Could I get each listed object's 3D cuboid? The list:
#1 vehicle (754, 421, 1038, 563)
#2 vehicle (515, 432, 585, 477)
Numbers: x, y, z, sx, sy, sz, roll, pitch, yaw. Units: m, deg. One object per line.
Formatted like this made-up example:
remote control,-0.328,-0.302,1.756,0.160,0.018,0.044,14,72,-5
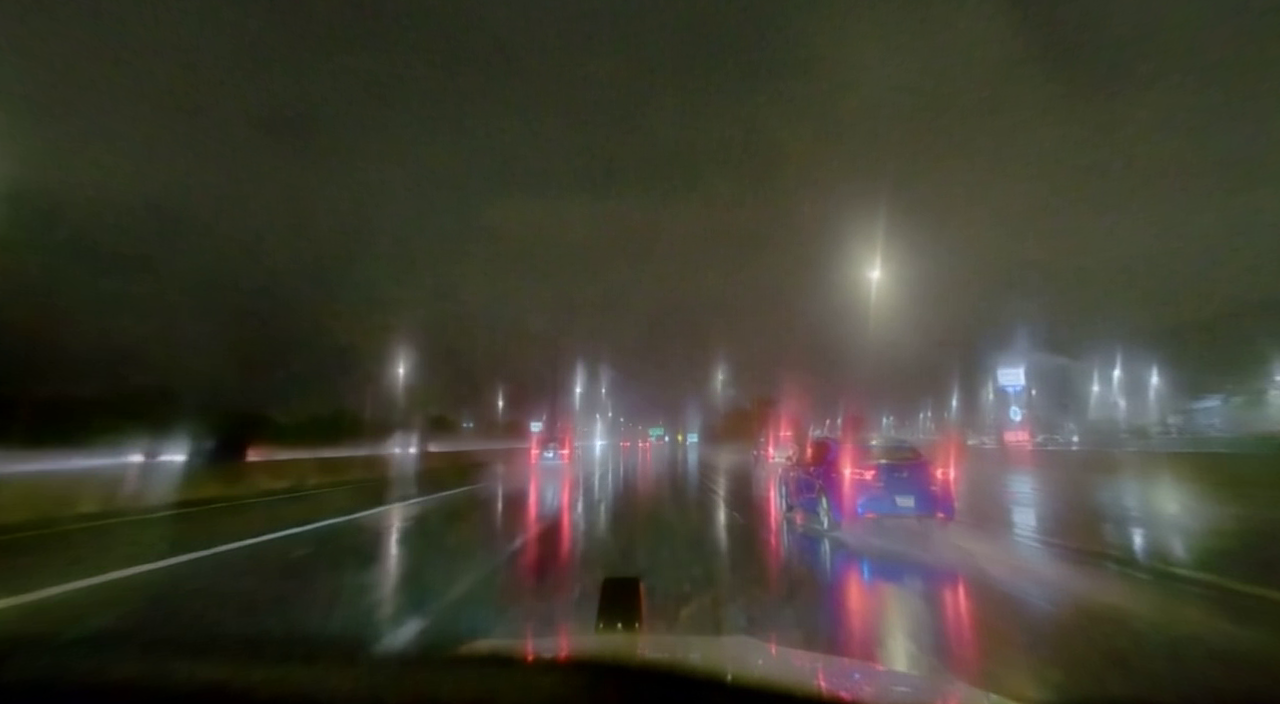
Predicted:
vehicle,3.275,1.909,9.487,2.107,1.550,4.949,0,-8,-1
vehicle,-3.698,4.335,26.873,2.193,1.746,4.512,0,-8,1
